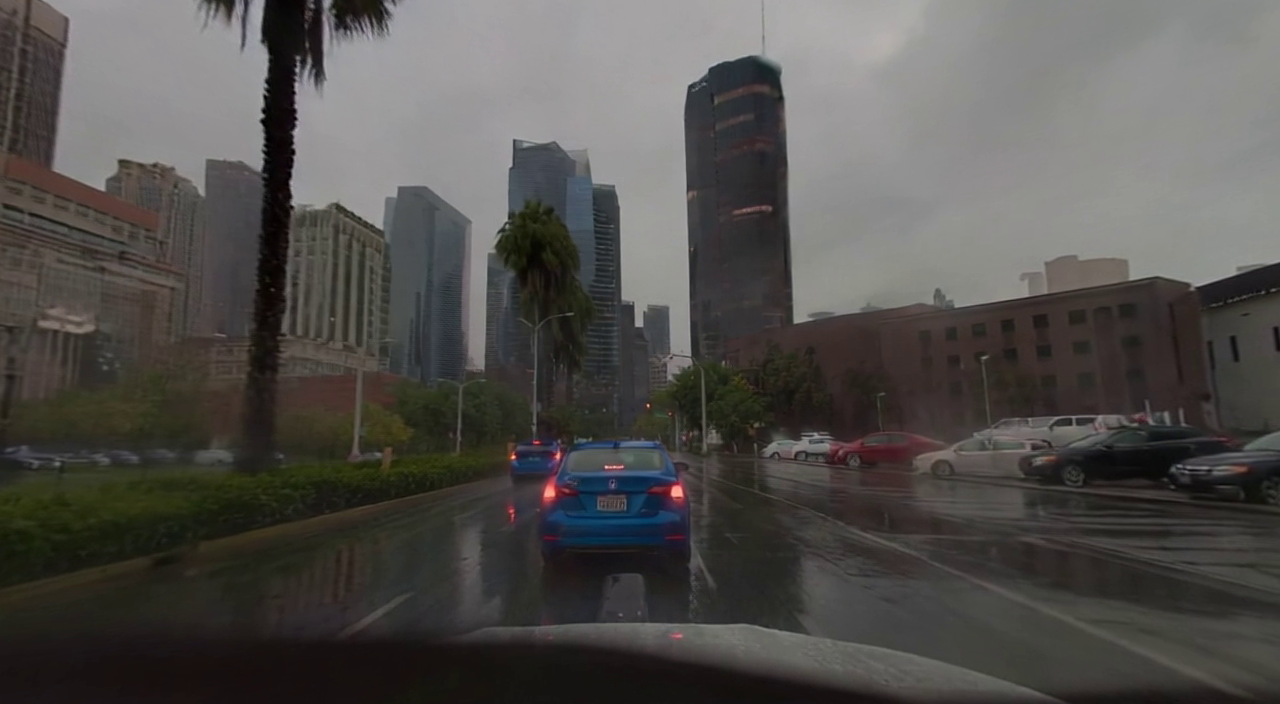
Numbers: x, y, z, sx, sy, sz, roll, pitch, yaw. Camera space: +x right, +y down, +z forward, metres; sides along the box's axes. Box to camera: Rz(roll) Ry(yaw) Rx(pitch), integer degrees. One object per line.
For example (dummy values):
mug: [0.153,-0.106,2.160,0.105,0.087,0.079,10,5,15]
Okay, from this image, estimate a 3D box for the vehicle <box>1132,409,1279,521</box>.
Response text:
vehicle: [12.632,1.963,11.683,5.188,1.805,2.228,-2,-8,-2]

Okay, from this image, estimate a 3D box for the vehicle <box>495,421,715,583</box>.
vehicle: [-0.307,1.656,7.702,2.004,1.465,3.713,0,-8,0]

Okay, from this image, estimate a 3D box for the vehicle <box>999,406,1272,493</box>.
vehicle: [12.885,2.583,16.807,5.187,1.962,2.196,-3,-9,3]

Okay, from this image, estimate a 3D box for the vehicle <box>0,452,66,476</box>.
vehicle: [-41.650,7.506,42.372,4.261,1.507,1.977,0,-8,0]
